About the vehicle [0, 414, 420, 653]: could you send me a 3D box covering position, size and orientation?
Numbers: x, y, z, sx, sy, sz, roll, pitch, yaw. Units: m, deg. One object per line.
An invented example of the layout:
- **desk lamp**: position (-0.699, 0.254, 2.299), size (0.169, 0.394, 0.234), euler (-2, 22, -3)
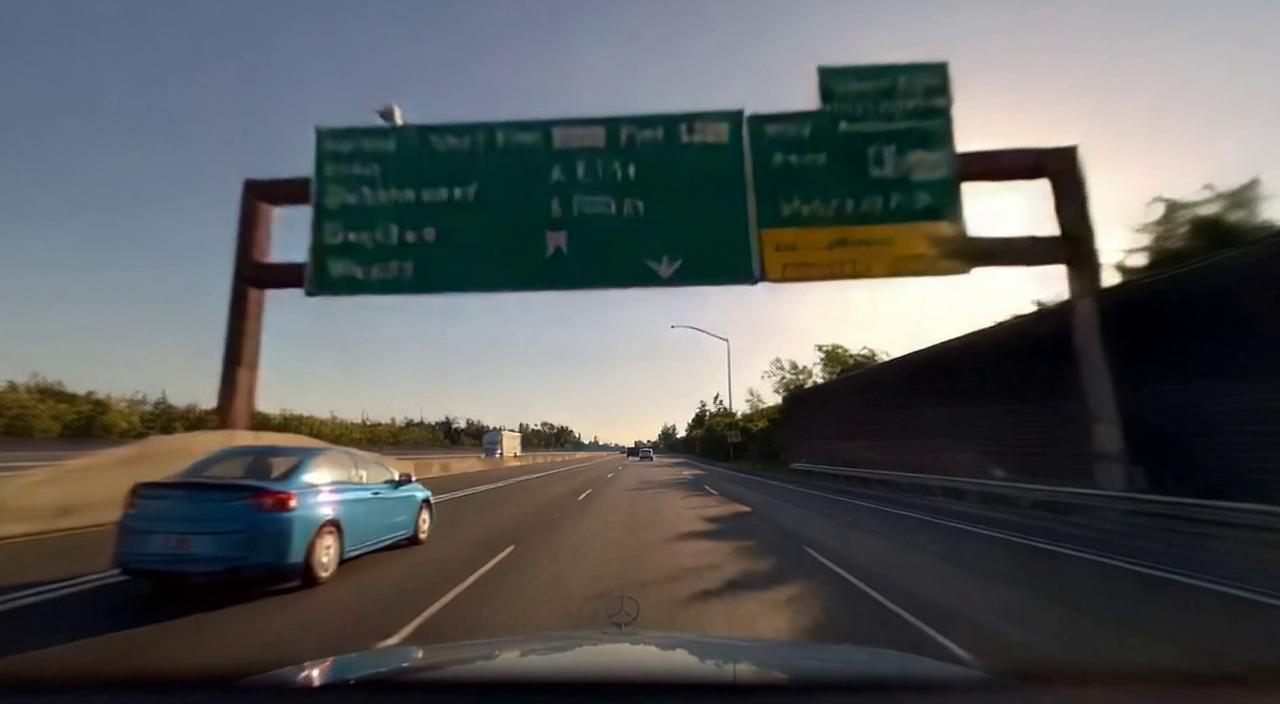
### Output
- **vehicle**: position (-4.221, 1.550, 6.502), size (2.160, 1.552, 4.592), euler (0, -9, 1)
